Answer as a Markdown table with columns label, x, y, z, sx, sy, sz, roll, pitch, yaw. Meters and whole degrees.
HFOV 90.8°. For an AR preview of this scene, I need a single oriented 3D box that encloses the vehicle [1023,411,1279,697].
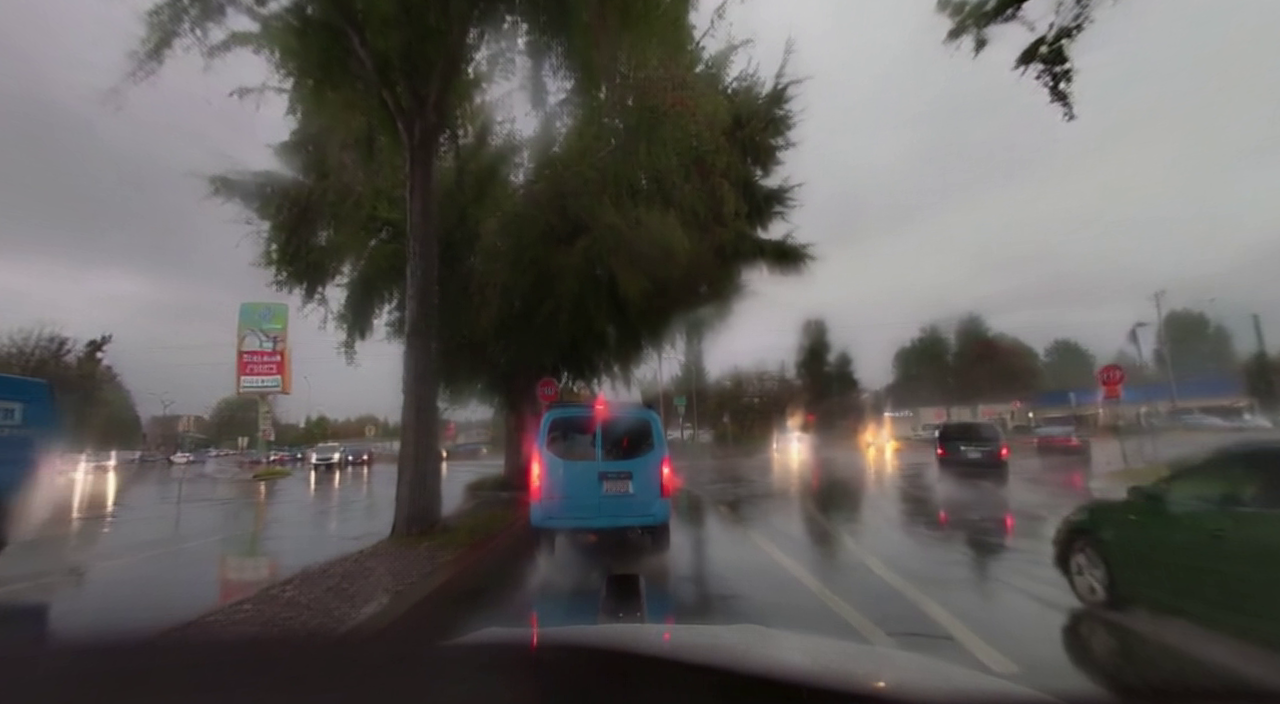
| label | x | y | z | sx | sy | sz | roll | pitch | yaw |
| --- | --- | --- | --- | --- | --- | --- | --- | --- | --- |
| vehicle | 4.448 | 1.077 | 3.354 | 2.079 | 1.504 | 4.828 | -1 | -9 | 4 |

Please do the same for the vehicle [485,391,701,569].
| label | x | y | z | sx | sy | sz | roll | pitch | yaw |
| --- | --- | --- | --- | --- | --- | --- | --- | --- | --- |
| vehicle | -0.416 | 1.673 | 8.902 | 2.237 | 1.828 | 4.546 | 0 | -9 | 2 |

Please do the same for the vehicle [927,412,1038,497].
| label | x | y | z | sx | sy | sz | roll | pitch | yaw |
| --- | --- | --- | --- | --- | --- | --- | --- | --- | --- |
| vehicle | 9.194 | 2.791 | 17.433 | 2.204 | 1.973 | 4.946 | -4 | -9 | 24 |

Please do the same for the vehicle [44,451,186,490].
| label | x | y | z | sx | sy | sz | roll | pitch | yaw |
| --- | --- | --- | --- | --- | --- | --- | --- | --- | --- |
| vehicle | -21.514 | 4.836 | 26.181 | 2.038 | 1.392 | 4.362 | 0 | -8 | 1 |

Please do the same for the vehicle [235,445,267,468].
| label | x | y | z | sx | sy | sz | roll | pitch | yaw |
| --- | --- | --- | --- | --- | --- | --- | --- | --- | --- |
| vehicle | -30.103 | 8.031 | 48.917 | 1.913 | 1.682 | 4.120 | 5 | -10 | -31 |
